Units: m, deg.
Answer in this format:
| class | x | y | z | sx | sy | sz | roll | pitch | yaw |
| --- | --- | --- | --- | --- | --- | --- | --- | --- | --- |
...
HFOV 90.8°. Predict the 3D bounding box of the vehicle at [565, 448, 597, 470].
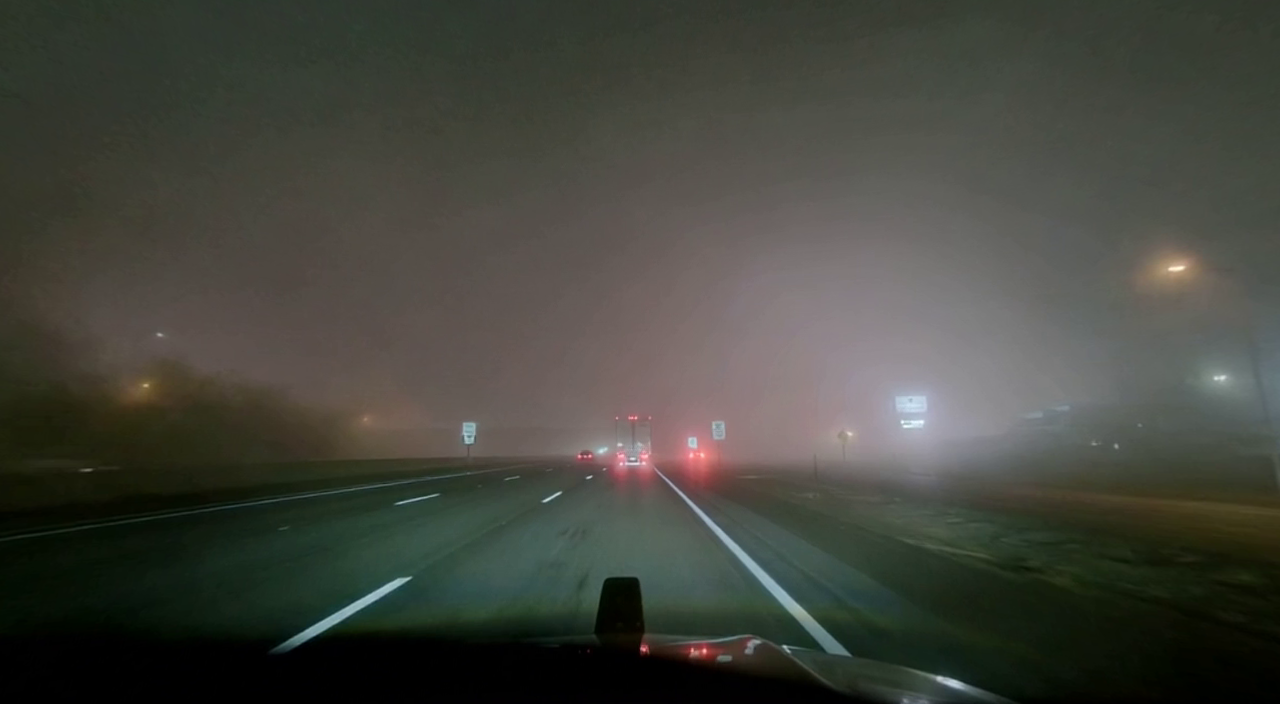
| class | x | y | z | sx | sy | sz | roll | pitch | yaw |
| --- | --- | --- | --- | --- | --- | --- | --- | --- | --- |
| vehicle | -4.258 | 7.764 | 45.948 | 1.986 | 1.508 | 4.133 | 0 | -9 | -1 |
